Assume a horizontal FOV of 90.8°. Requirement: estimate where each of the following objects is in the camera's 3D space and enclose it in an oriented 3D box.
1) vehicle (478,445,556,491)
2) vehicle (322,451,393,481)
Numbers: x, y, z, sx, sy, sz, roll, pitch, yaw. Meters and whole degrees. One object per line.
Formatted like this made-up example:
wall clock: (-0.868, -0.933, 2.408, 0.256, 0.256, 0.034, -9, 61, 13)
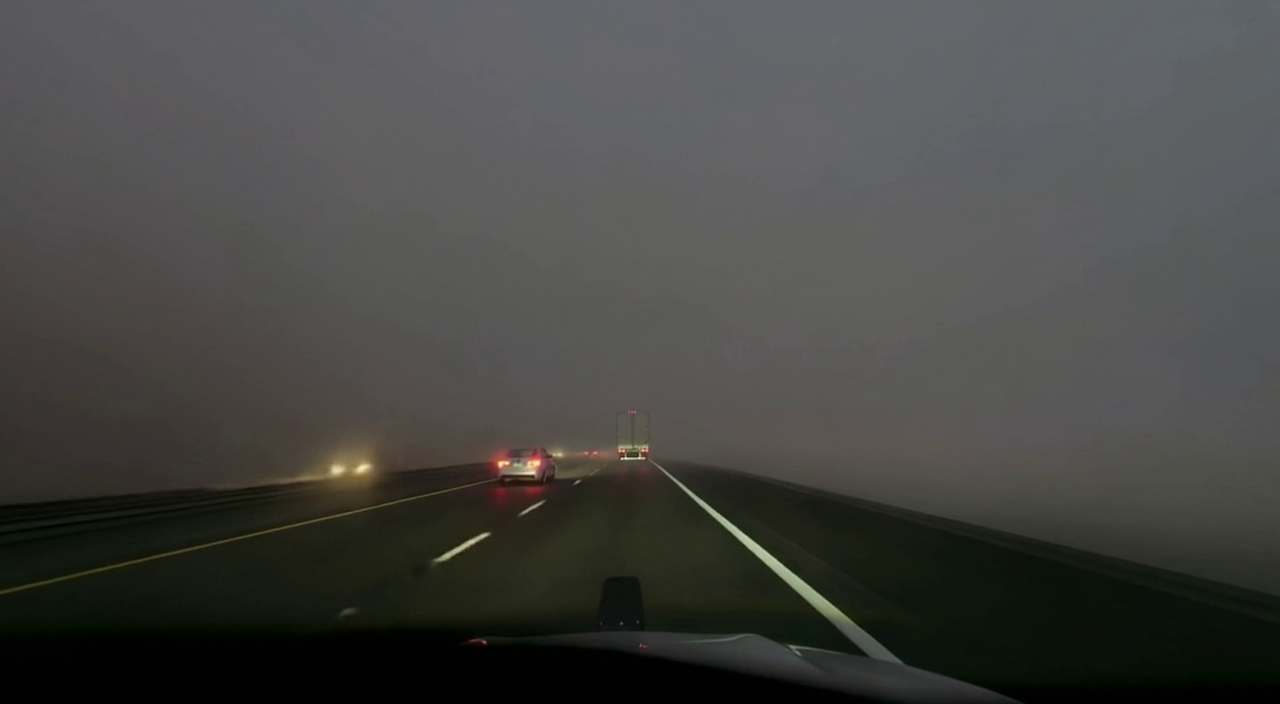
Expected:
vehicle: (-4.342, 4.146, 22.961, 1.978, 1.507, 4.062, 0, -9, 1)
vehicle: (-14.880, 6.001, 33.494, 1.828, 1.446, 4.161, 0, -9, 0)
